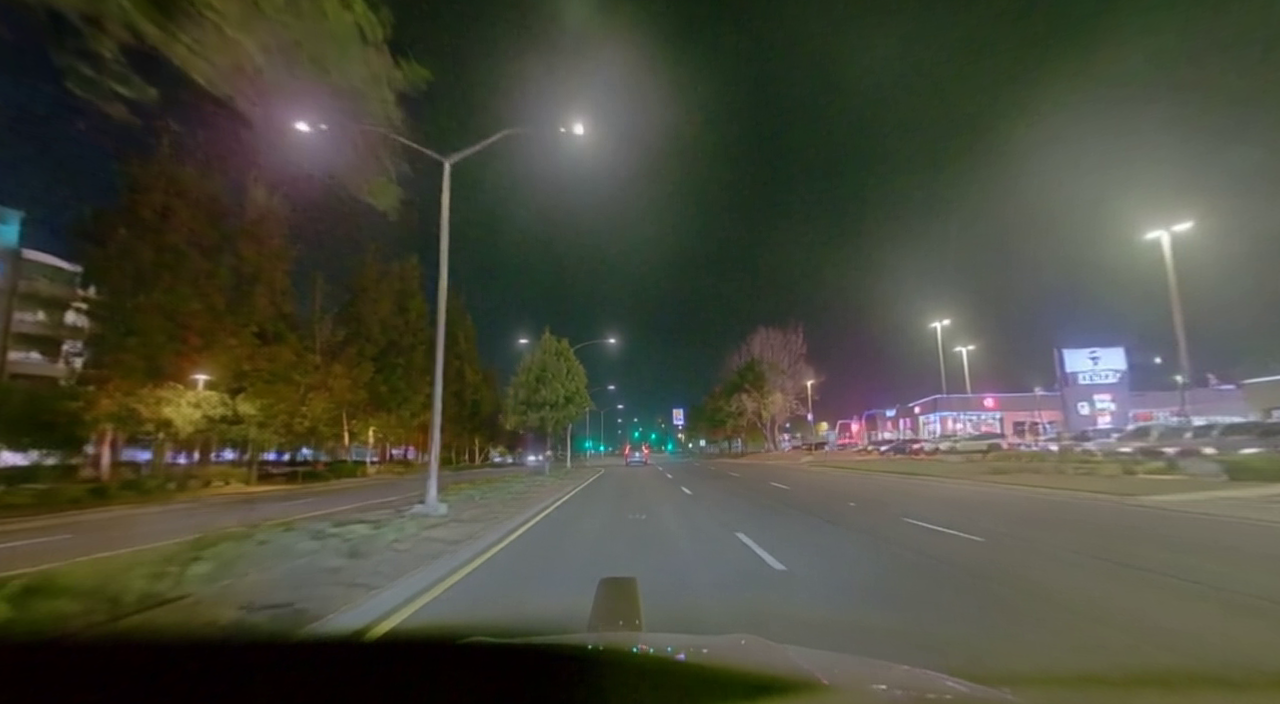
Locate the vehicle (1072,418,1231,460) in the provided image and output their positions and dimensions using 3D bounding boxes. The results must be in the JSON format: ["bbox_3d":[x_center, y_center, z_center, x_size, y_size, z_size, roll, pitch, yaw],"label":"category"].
[{"bbox_3d":[20.876,3.598,25.963,4.682,1.630,1.972,-1,-9,2],"label":"vehicle"}]

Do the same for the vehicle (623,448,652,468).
[{"bbox_3d":[-0.231,8.323,49.898,2.159,1.461,4.142,0,-9,-2],"label":"vehicle"}]

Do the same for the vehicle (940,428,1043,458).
[{"bbox_3d":[20.181,5.262,36.462,4.586,1.668,2.113,-1,-9,6],"label":"vehicle"}]
